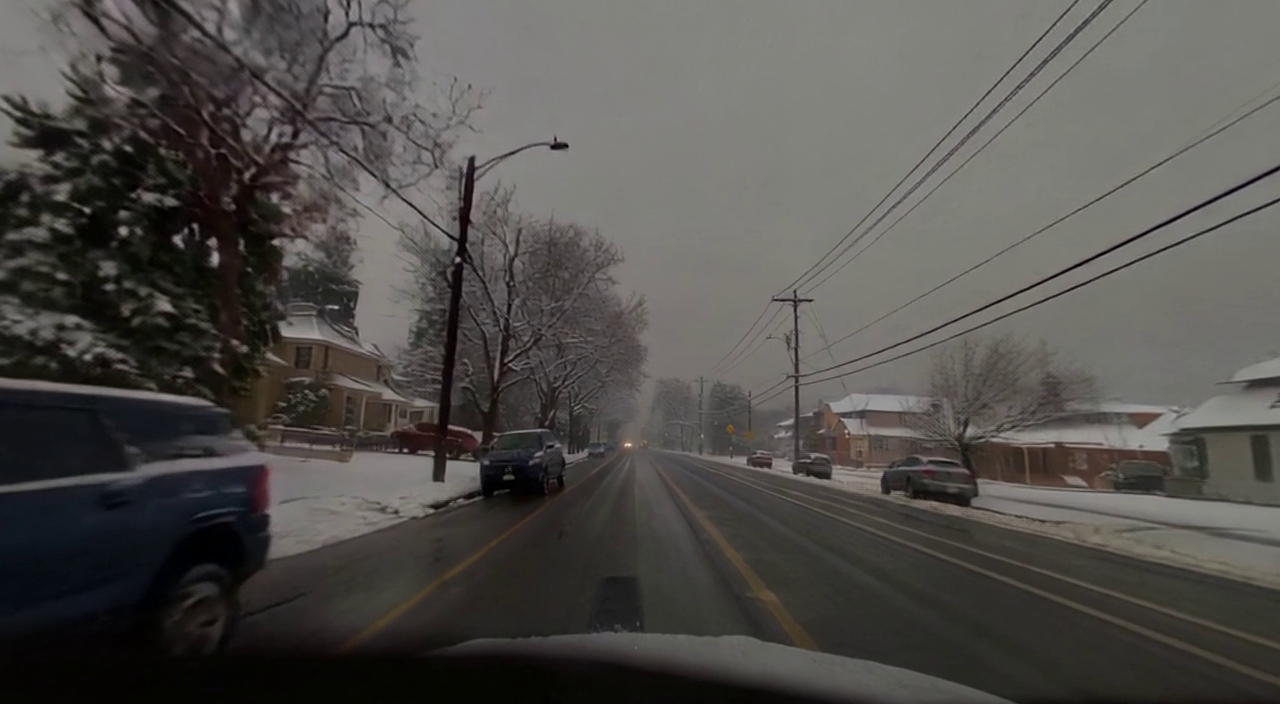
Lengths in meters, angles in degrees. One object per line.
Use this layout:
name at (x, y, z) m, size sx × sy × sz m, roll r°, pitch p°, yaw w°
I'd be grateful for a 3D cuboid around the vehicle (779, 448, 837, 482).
vehicle at (9.644, 6.468, 36.544) m, size 1.977 × 1.495 × 4.800 m, roll 8°, pitch -8°, yaw 2°

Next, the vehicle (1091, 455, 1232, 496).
vehicle at (22.272, 5.268, 27.135) m, size 4.172 × 1.630 × 2.112 m, roll 0°, pitch -9°, yaw -2°

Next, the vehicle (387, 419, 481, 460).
vehicle at (-11.276, 4.796, 34.712) m, size 4.314 × 1.790 × 2.035 m, roll 3°, pitch -8°, yaw 14°

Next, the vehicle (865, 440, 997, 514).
vehicle at (9.598, 4.100, 21.371) m, size 2.156 × 1.882 × 4.790 m, roll 8°, pitch -8°, yaw 1°

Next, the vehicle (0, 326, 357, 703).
vehicle at (-3.439, 0.847, 2.758) m, size 2.127 × 1.737 × 4.961 m, roll 0°, pitch -8°, yaw 0°

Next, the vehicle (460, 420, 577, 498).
vehicle at (-3.304, 3.065, 18.561) m, size 2.290 × 1.924 × 5.536 m, roll 0°, pitch -8°, yaw 0°
